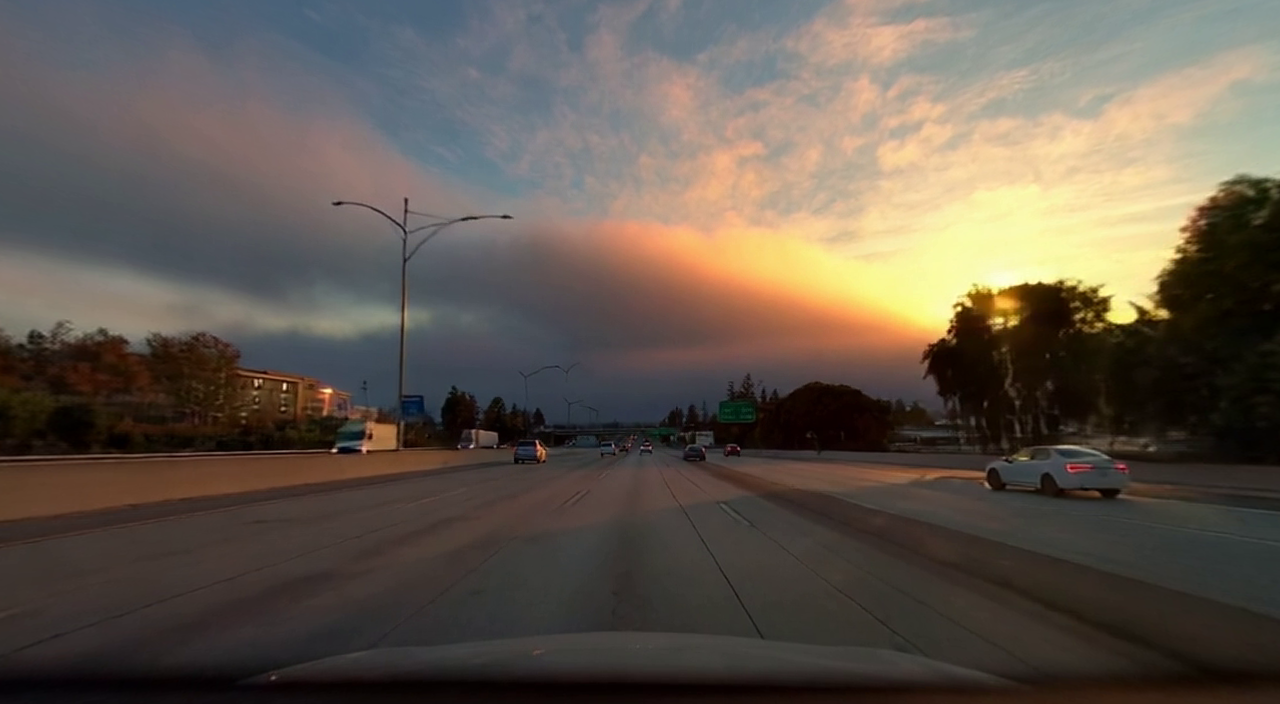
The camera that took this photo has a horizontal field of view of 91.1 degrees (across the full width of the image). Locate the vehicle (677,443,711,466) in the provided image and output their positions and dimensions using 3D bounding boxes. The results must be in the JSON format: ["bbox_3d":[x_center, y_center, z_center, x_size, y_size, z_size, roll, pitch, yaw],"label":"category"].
[{"bbox_3d":[3.664,7.024,43.087,1.950,1.453,3.378,0,-9,-1],"label":"vehicle"}]

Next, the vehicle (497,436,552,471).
[{"bbox_3d":[-6.306,5.609,34.877,2.091,1.746,4.437,0,-9,1],"label":"vehicle"}]

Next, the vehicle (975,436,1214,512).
[{"bbox_3d":[10.218,2.756,14.769,1.979,1.467,4.839,0,-9,0],"label":"vehicle"}]
